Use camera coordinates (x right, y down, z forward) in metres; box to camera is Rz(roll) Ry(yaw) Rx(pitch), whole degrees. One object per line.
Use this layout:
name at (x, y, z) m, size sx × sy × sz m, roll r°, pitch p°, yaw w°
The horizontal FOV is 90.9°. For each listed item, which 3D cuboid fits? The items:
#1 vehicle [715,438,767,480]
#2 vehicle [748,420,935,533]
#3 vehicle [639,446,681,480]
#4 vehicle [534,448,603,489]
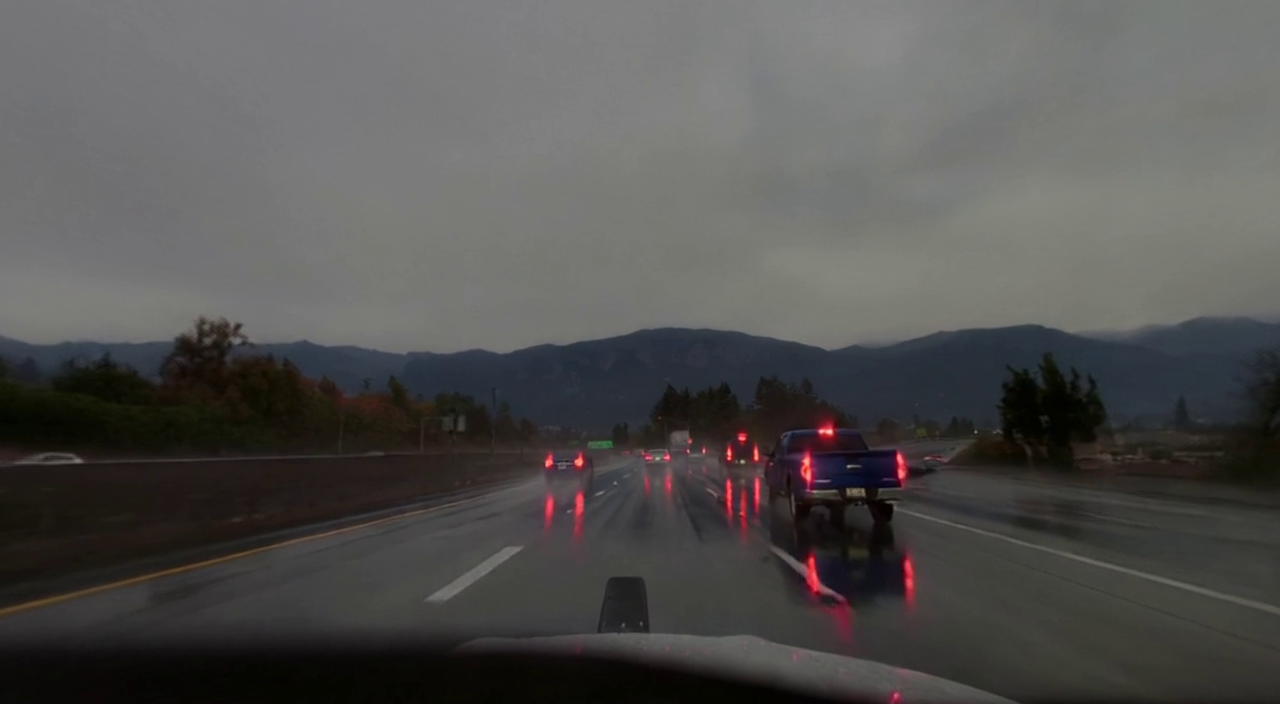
vehicle at (5.158, 5.513, 32.778) m, size 2.057 × 1.958 × 4.495 m, roll 0°, pitch -8°, yaw 1°
vehicle at (3.798, 2.466, 13.192) m, size 2.229 × 1.837 × 5.387 m, roll 0°, pitch -8°, yaw 1°
vehicle at (1.008, 5.553, 31.871) m, size 1.959 × 1.604 × 4.065 m, roll -1°, pitch -8°, yaw 2°
vehicle at (-2.862, 4.806, 26.492) m, size 2.109 × 1.530 × 4.646 m, roll -1°, pitch -9°, yaw 3°
